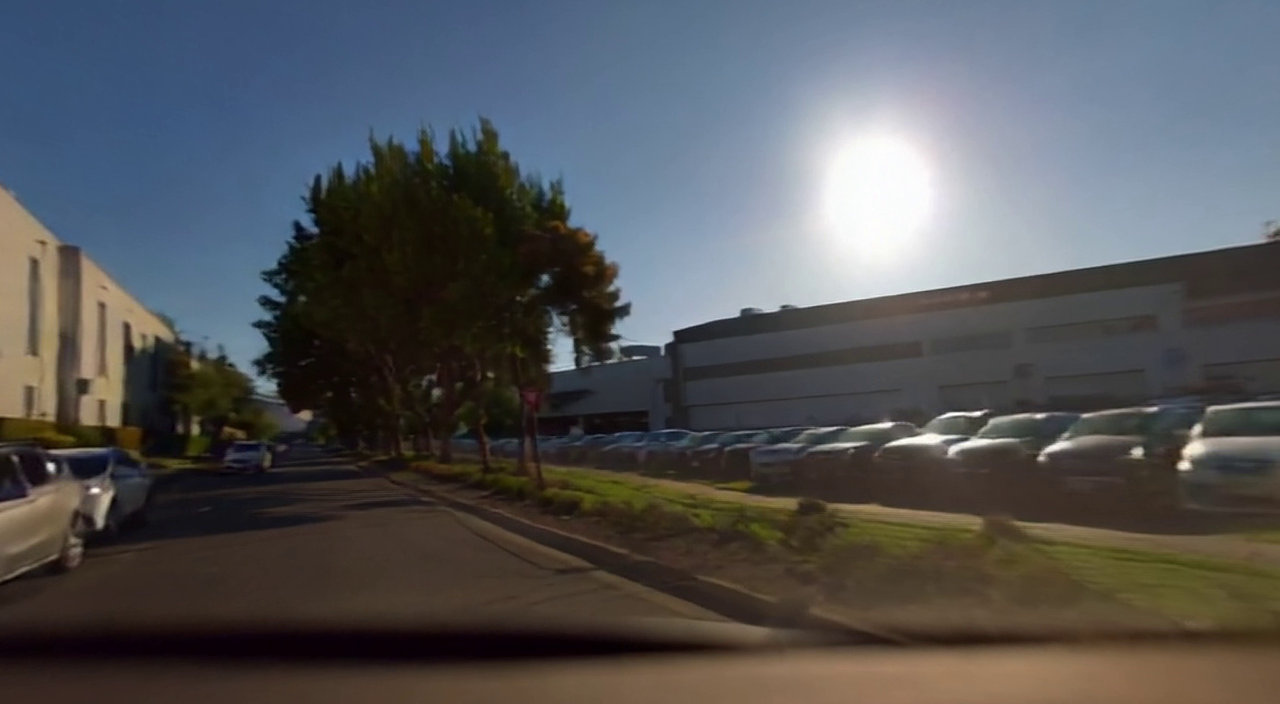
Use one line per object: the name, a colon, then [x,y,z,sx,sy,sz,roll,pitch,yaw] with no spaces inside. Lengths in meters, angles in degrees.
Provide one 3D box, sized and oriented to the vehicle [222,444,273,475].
vehicle: [-22.314,6.130,36.006,2.040,1.501,4.440,-1,-8,-26]
